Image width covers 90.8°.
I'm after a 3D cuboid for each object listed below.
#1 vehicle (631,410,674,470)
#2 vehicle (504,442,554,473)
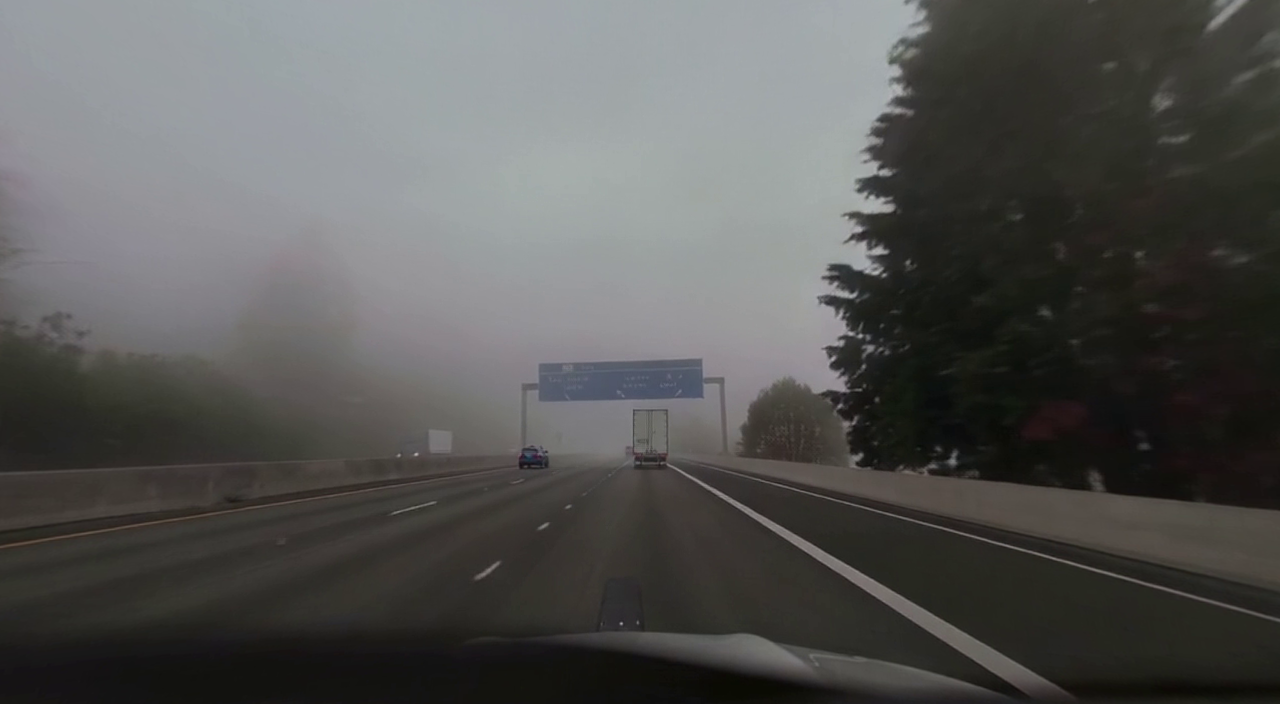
[{"bbox_3d":[0.851,7.075,49.842,2.901,4.032,14.338,0,-9,0],"label":"vehicle"},{"bbox_3d":[-6.615,6.353,37.991,2.119,1.754,4.404,0,-9,1],"label":"vehicle"}]
